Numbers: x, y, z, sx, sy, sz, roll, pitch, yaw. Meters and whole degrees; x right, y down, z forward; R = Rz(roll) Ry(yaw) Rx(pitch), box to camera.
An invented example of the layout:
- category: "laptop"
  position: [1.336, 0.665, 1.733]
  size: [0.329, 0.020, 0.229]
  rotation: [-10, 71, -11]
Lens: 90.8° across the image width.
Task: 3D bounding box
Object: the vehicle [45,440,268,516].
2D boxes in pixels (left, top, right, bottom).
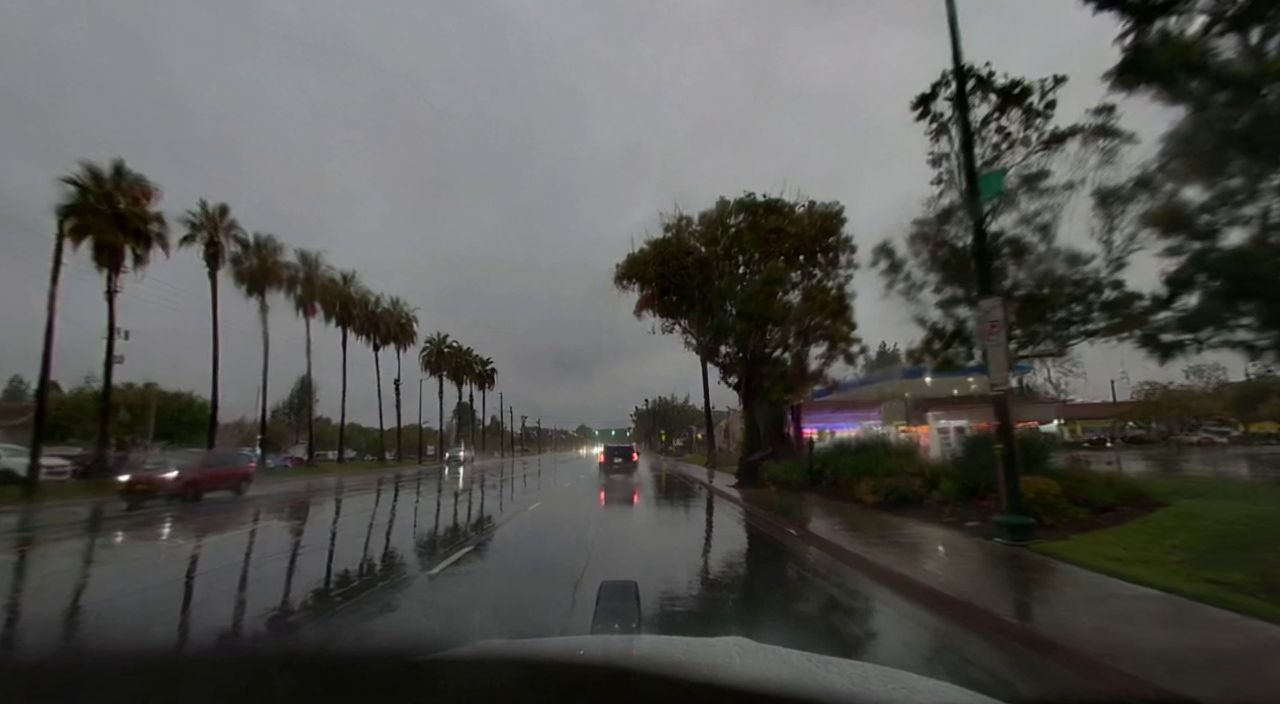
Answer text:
- category: "vehicle"
  position: [-14.279, 3.705, 19.342]
  size: [2.287, 1.929, 5.742]
  rotation: [0, -8, -1]

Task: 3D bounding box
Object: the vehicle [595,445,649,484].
- category: "vehicle"
  position: [-0.740, 4.643, 26.520]
  size: [2.076, 1.486, 4.119]
  rotation: [0, -8, -1]
